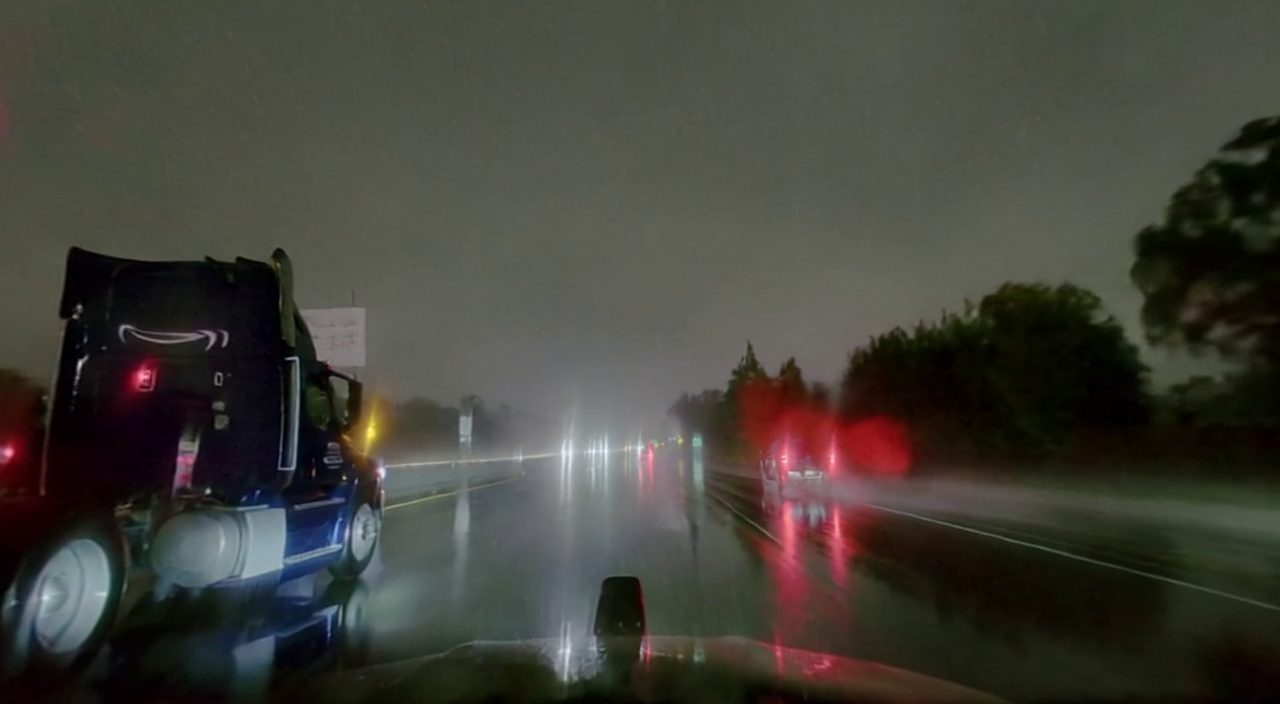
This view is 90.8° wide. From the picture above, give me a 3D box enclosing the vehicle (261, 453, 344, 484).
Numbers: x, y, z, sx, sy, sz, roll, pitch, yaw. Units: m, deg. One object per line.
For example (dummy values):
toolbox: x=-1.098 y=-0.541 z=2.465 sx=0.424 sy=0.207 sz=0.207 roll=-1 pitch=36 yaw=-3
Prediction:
vehicle: x=-17.112 y=5.887 z=32.258 sx=1.862 sy=1.434 sz=4.448 roll=0 pitch=-9 yaw=-1
